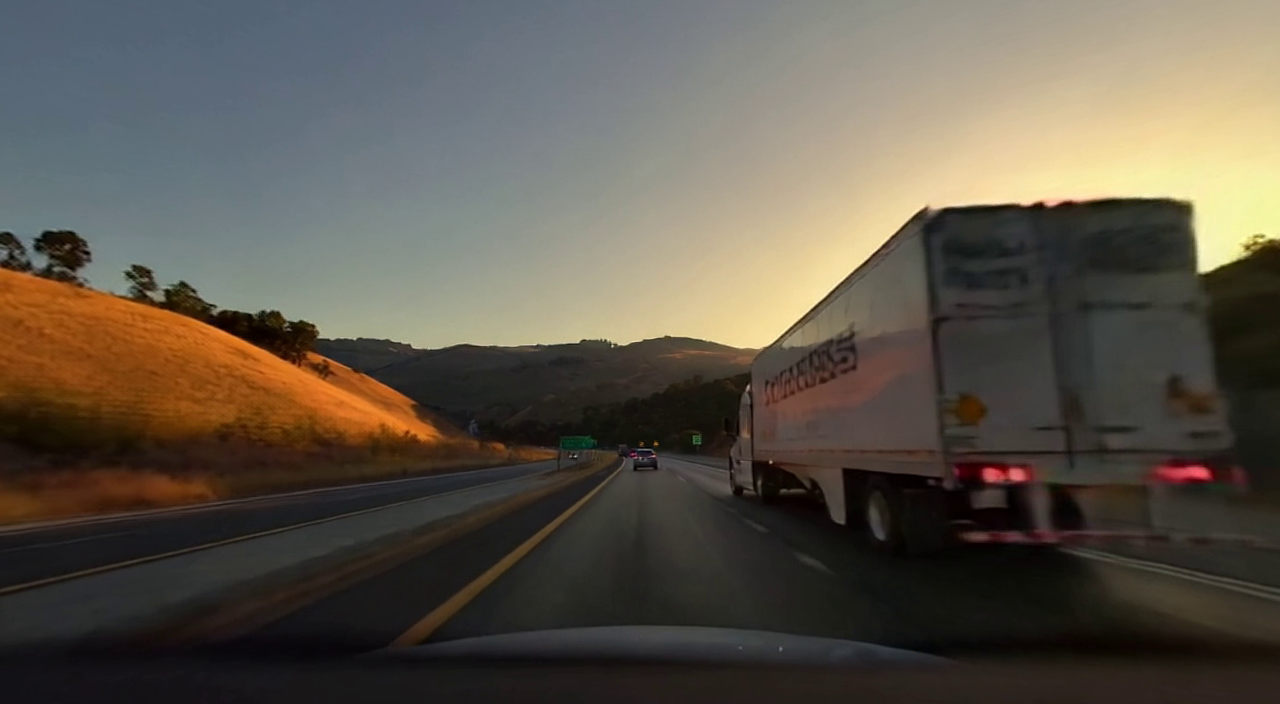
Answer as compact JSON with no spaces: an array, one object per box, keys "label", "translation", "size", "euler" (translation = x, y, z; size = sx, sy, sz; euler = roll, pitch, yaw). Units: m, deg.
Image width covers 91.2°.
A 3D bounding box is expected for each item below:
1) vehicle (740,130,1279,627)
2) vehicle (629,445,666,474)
[{"label":"vehicle","translation":[4.827,1.248,12.707],"size":[3.167,4.180,14.924],"euler":[2,-9,0]},{"label":"vehicle","translation":[0.422,6.643,38.841],"size":[2.160,1.691,4.243],"euler":[0,-9,0]}]
